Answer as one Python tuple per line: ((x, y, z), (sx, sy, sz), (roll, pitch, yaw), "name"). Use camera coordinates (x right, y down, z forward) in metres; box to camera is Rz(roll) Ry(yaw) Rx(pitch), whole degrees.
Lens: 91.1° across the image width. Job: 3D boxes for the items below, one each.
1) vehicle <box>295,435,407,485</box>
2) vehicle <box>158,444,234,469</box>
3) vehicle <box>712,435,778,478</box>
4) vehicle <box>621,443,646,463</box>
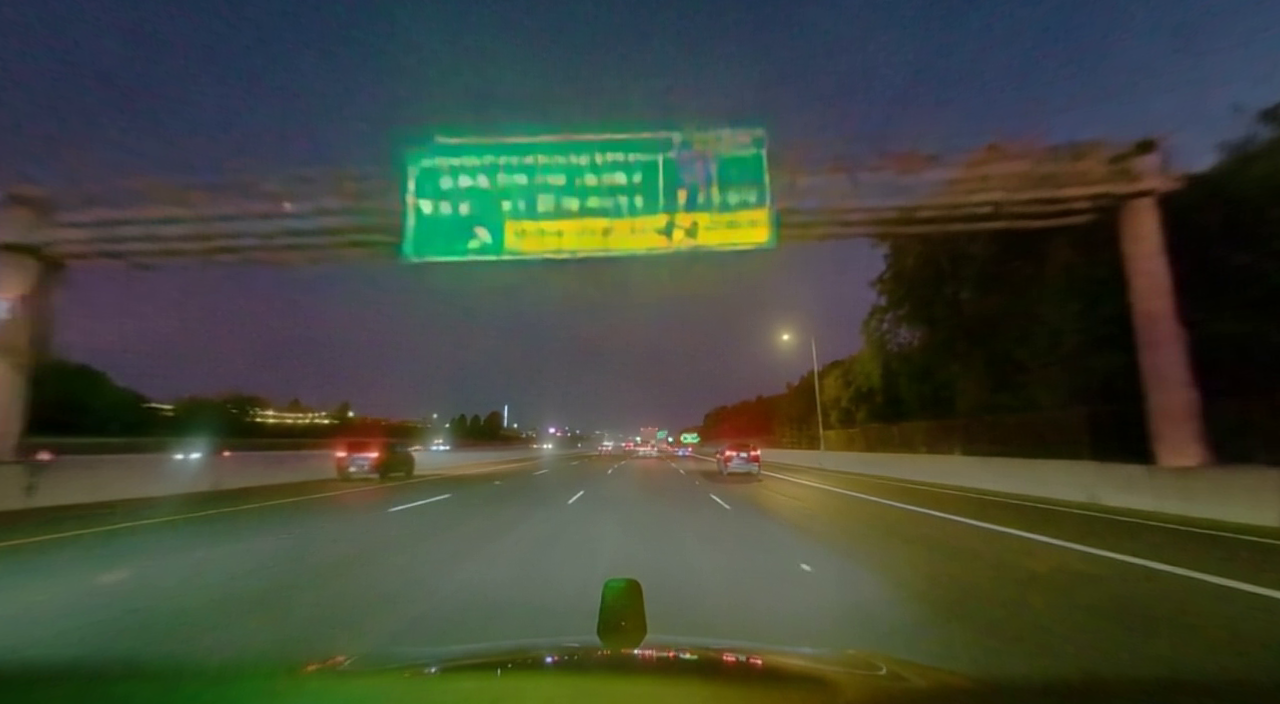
((-10.828, 4.076, 24.014), (1.998, 1.712, 4.671), (0, -8, 1), "vehicle")
((-28.755, 6.749, 40.783), (2.077, 1.562, 3.838), (0, -8, 1), "vehicle")
((4.327, 4.374, 26.501), (2.046, 1.655, 4.143), (0, -8, 0), "vehicle")
((-0.544, 7.994, 49.828), (1.946, 1.493, 4.083), (0, -8, -1), "vehicle")
